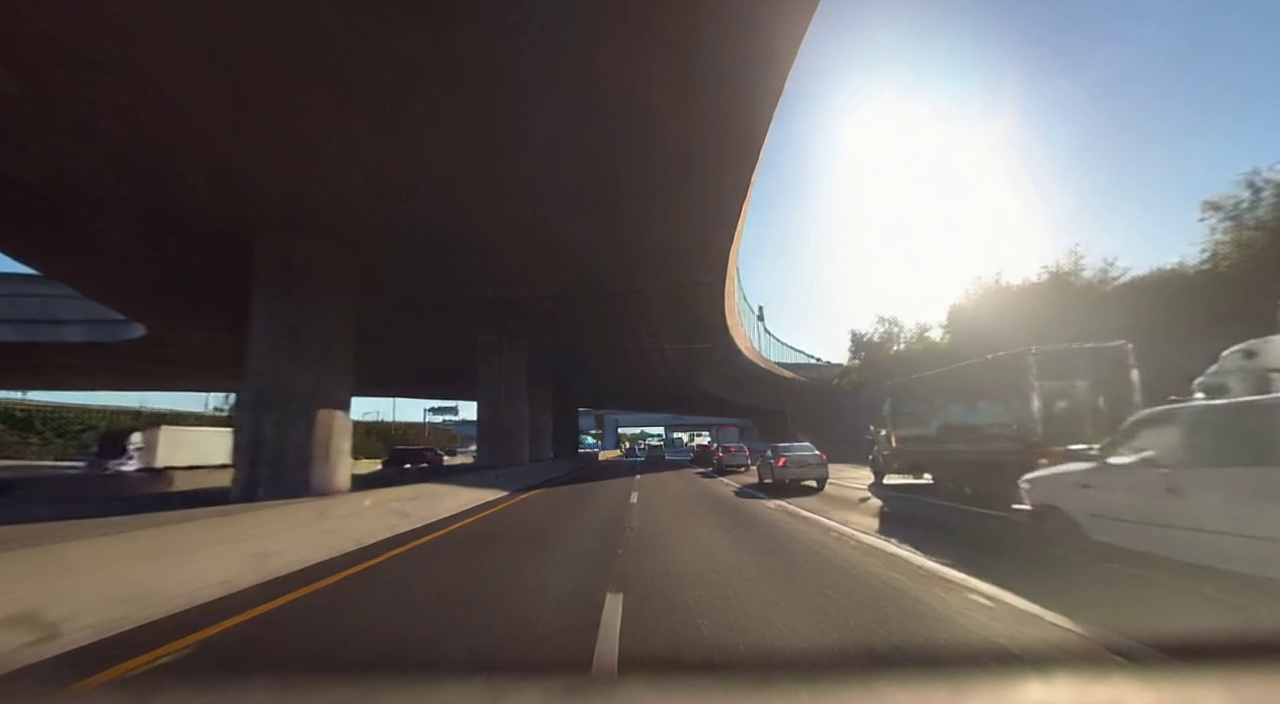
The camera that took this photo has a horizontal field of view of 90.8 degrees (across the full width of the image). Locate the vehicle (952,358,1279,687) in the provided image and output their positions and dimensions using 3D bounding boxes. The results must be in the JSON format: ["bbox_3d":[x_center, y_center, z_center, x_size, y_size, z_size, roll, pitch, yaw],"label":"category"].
[{"bbox_3d":[4.620,1.095,4.511,2.201,1.804,4.801,0,-8,-1],"label":"vehicle"}]

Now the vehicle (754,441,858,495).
[{"bbox_3d":[5.116,3.629,20.305,1.959,1.483,5.135,0,-8,0],"label":"vehicle"}]

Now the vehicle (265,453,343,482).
[{"bbox_3d":[-19.034,6.536,36.047,1.885,1.493,4.670,0,-8,0],"label":"vehicle"}]

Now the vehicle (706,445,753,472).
[{"bbox_3d":[5.001,6.015,35.949,1.987,1.448,4.356,0,-8,-1],"label":"vehicle"}]

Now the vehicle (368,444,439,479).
[{"bbox_3d":[-11.871,5.502,32.073,1.926,1.610,4.351,0,-8,0],"label":"vehicle"}]

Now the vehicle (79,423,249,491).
[{"bbox_3d":[-31.426,7.015,42.758,2.995,3.941,11.403,0,-8,-2],"label":"vehicle"}]
